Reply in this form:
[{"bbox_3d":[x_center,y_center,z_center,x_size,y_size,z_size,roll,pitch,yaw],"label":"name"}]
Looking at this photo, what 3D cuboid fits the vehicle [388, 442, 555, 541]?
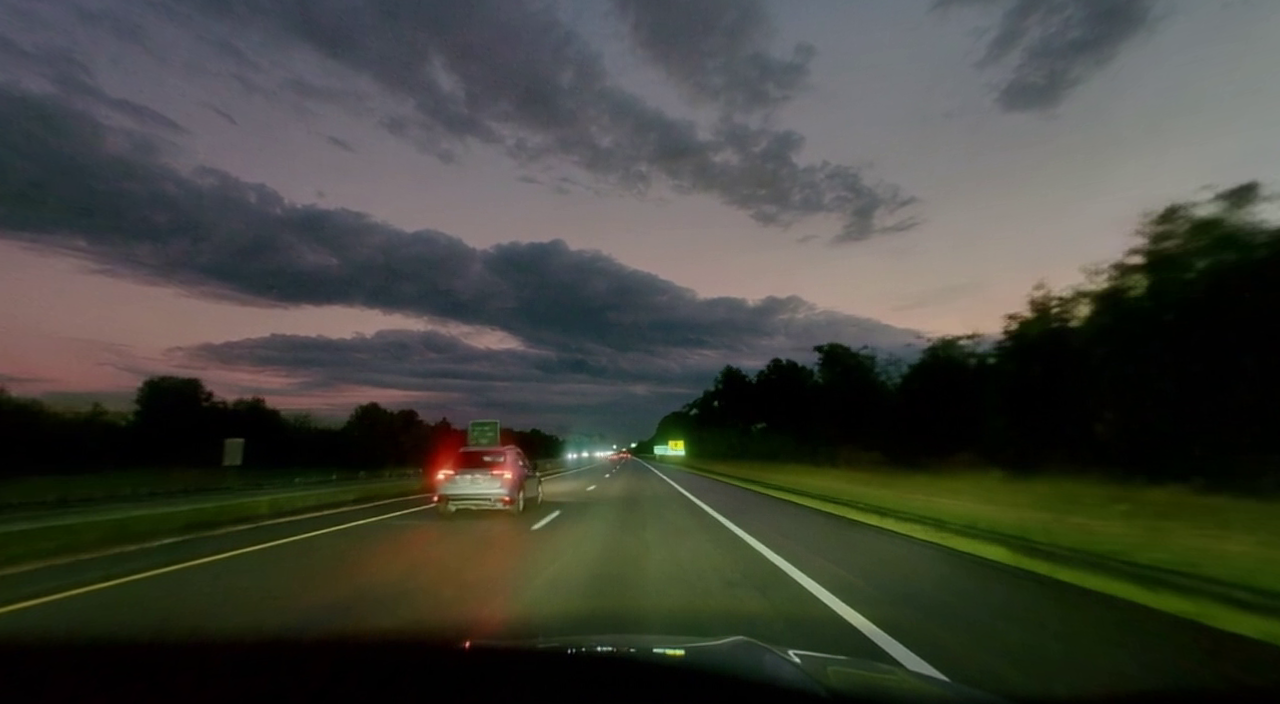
[{"bbox_3d":[-3.235,2.781,13.250,2.135,1.686,4.517,0,-9,2],"label":"vehicle"}]
